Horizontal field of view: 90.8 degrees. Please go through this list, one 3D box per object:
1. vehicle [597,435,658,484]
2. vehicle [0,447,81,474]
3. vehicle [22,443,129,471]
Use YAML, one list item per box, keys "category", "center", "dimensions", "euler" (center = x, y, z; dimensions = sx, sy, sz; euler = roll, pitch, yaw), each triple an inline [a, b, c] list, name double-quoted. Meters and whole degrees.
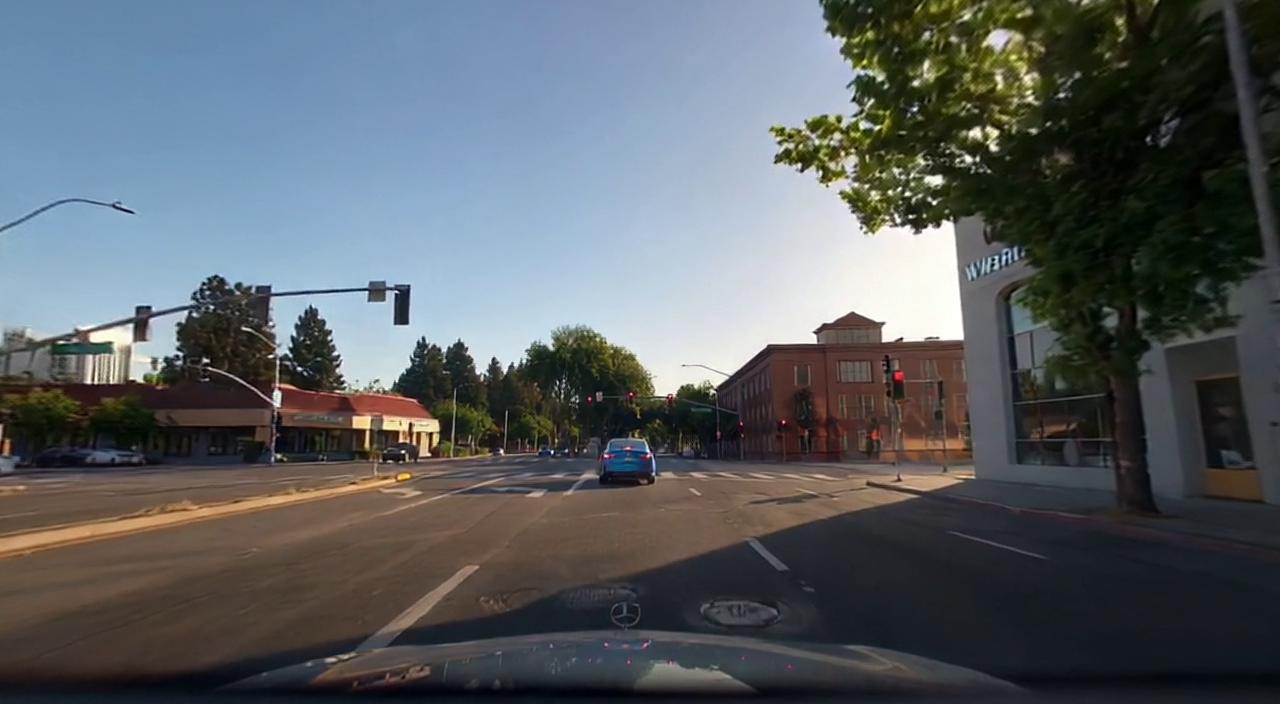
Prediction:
- category: "vehicle"
  center: [-0.452, 3.934, 23.287]
  dimensions: [2.066, 1.618, 3.922]
  euler: [0, -9, -1]
- category: "vehicle"
  center: [-36.939, 6.472, 37.776]
  dimensions: [4.891, 1.591, 2.067]
  euler: [0, -9, -2]
- category: "vehicle"
  center: [-36.476, 6.805, 40.926]
  dimensions: [4.912, 1.731, 2.022]
  euler: [0, -9, -1]
